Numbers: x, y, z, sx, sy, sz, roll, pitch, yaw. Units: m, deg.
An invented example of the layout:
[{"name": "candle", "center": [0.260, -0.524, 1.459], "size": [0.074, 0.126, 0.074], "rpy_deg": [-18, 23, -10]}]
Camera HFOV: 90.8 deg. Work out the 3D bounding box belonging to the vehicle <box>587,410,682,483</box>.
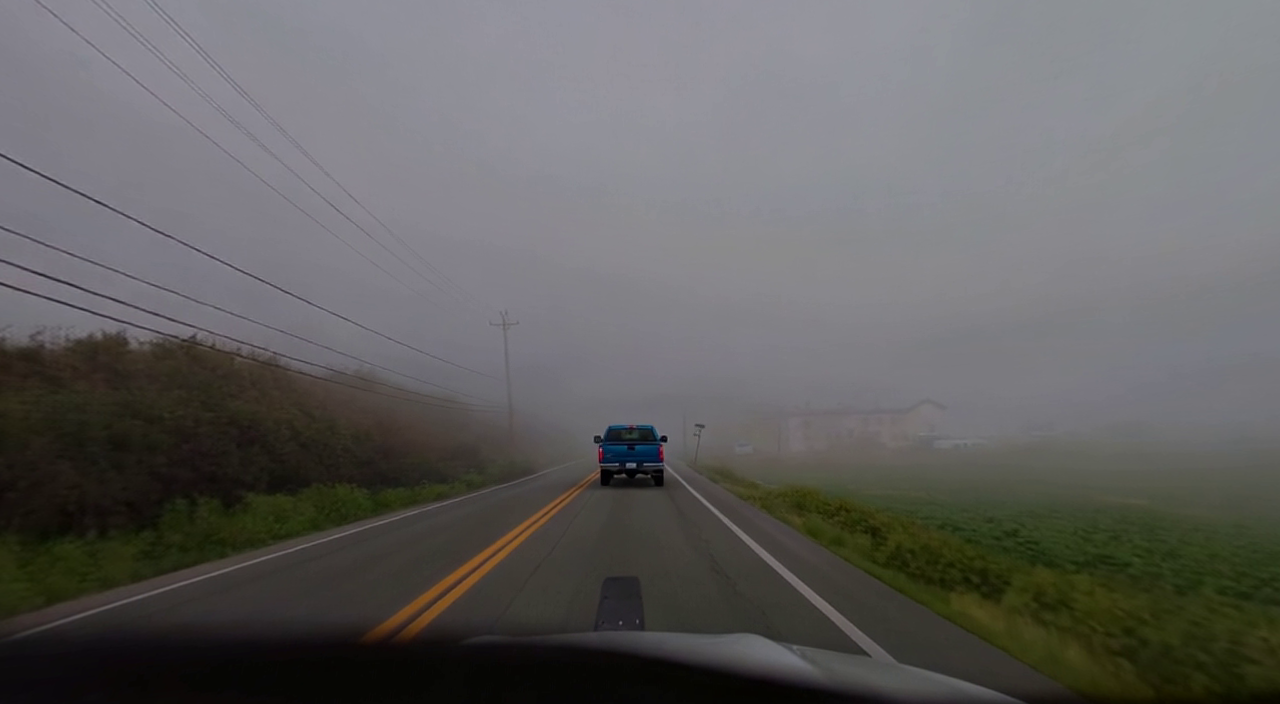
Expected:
[{"name": "vehicle", "center": [-0.251, 3.560, 23.932], "size": [3.021, 2.326, 7.410], "rpy_deg": [0, -8, -1]}]
